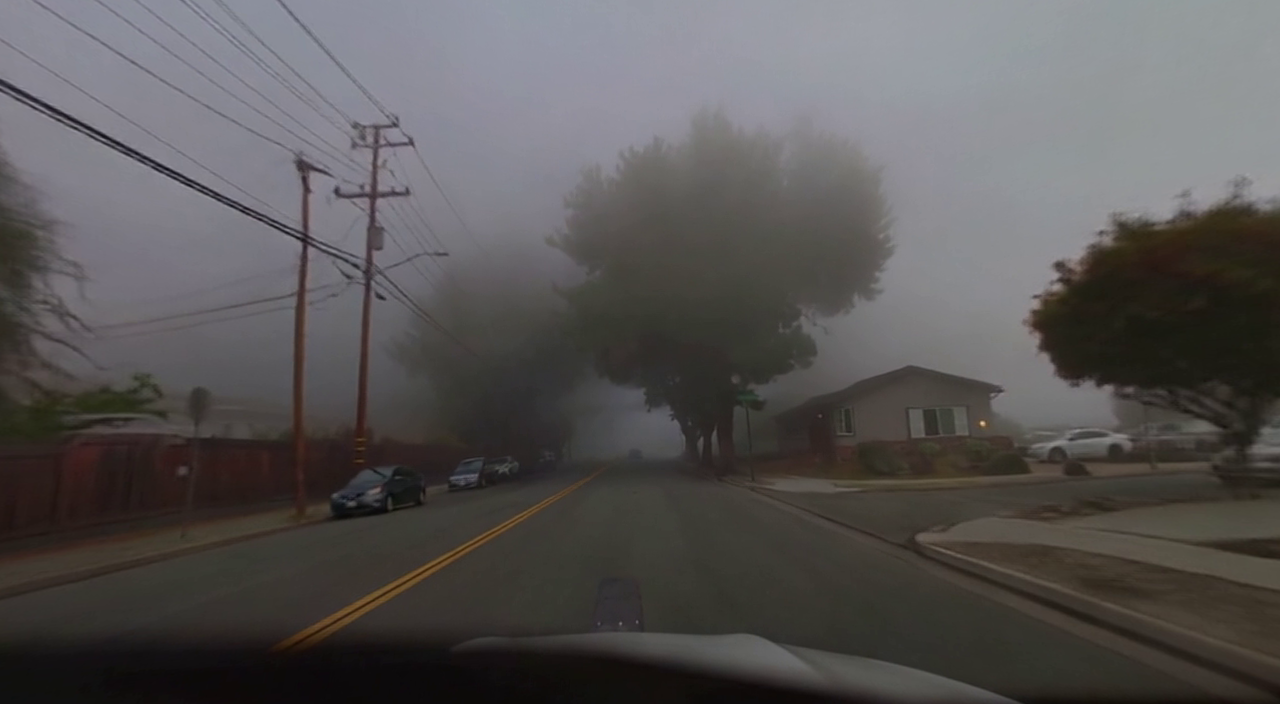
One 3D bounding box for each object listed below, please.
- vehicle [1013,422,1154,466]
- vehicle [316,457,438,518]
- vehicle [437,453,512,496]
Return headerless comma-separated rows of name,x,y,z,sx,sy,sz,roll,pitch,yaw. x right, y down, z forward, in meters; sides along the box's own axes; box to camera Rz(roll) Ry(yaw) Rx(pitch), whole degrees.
vehicle,17.351,3.655,25.152,1.883,1.498,5.152,-2,-8,0
vehicle,-7.558,3.892,18.602,1.949,1.512,3.818,0,-9,-1
vehicle,-7.390,5.489,28.682,1.839,1.494,4.757,-9,-9,2
